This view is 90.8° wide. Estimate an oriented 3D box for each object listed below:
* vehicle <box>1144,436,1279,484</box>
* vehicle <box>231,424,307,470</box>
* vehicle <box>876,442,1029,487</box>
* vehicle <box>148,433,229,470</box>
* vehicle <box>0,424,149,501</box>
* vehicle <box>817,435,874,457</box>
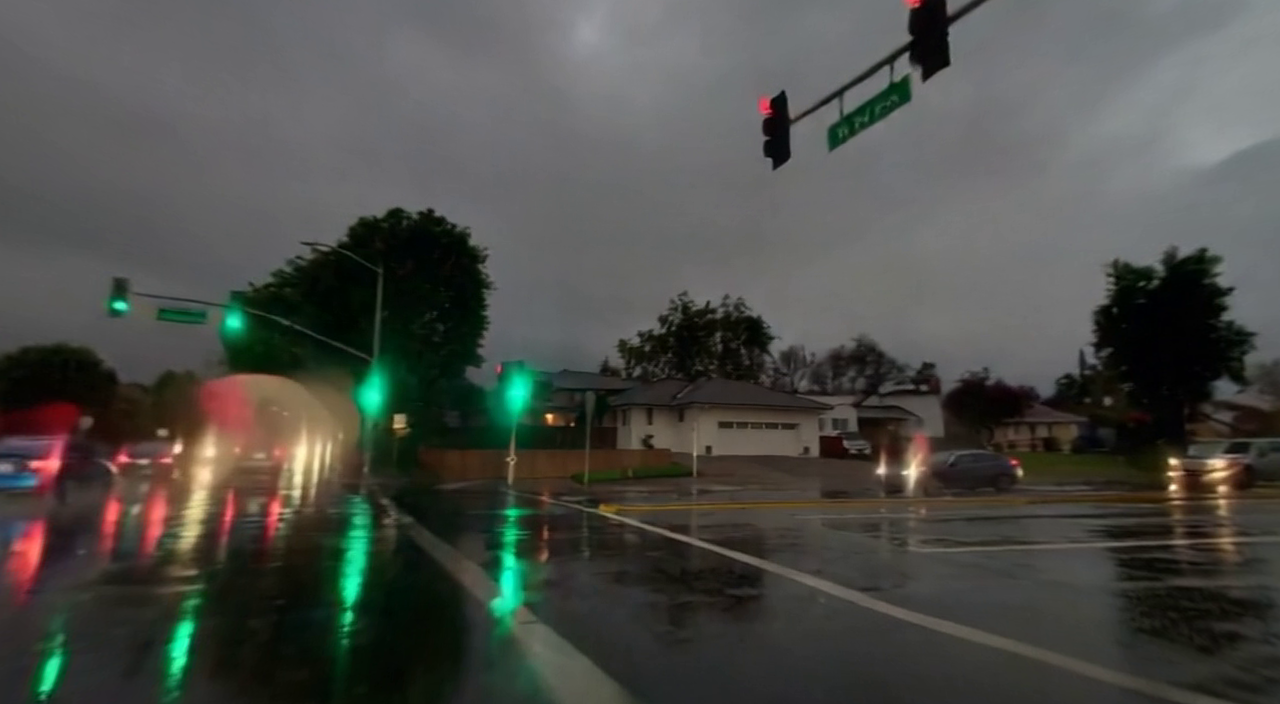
[{"bbox_3d":[22.895,4.178,24.678,5.372,1.714,1.966,2,-9,-13],"label":"vehicle"},{"bbox_3d":[-16.815,4.331,28.880,2.396,1.881,4.606,4,-9,-24],"label":"vehicle"},{"bbox_3d":[10.574,3.797,21.539,4.353,1.431,1.876,2,-9,-11],"label":"vehicle"},{"bbox_3d":[-19.630,4.333,27.693,1.934,1.459,4.368,4,-9,-23],"label":"vehicle"},{"bbox_3d":[-13.303,2.479,14.548,1.977,1.488,4.741,4,-9,-24],"label":"vehicle"},{"bbox_3d":[14.794,6.775,45.683,1.905,1.483,4.322,0,-8,-13],"label":"vehicle"}]
